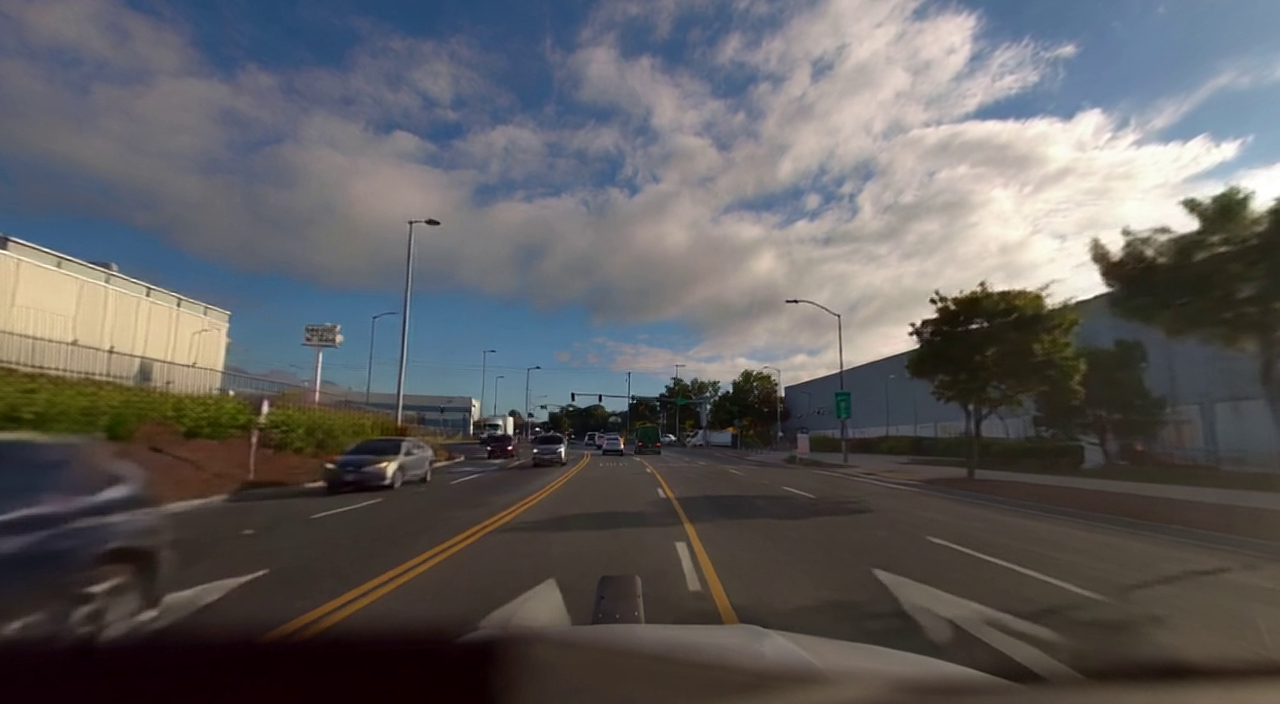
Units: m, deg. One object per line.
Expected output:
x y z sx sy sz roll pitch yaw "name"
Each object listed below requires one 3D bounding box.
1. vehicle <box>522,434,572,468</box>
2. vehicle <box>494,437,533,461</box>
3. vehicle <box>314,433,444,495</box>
-4.534 4.869 31.138 2.003 1.562 3.862 0 -8 -2 "vehicle"
-8.186 6.307 41.139 1.847 1.501 3.942 0 -8 -2 "vehicle"
-7.050 3.034 17.518 1.922 1.489 3.939 0 -8 0 "vehicle"
